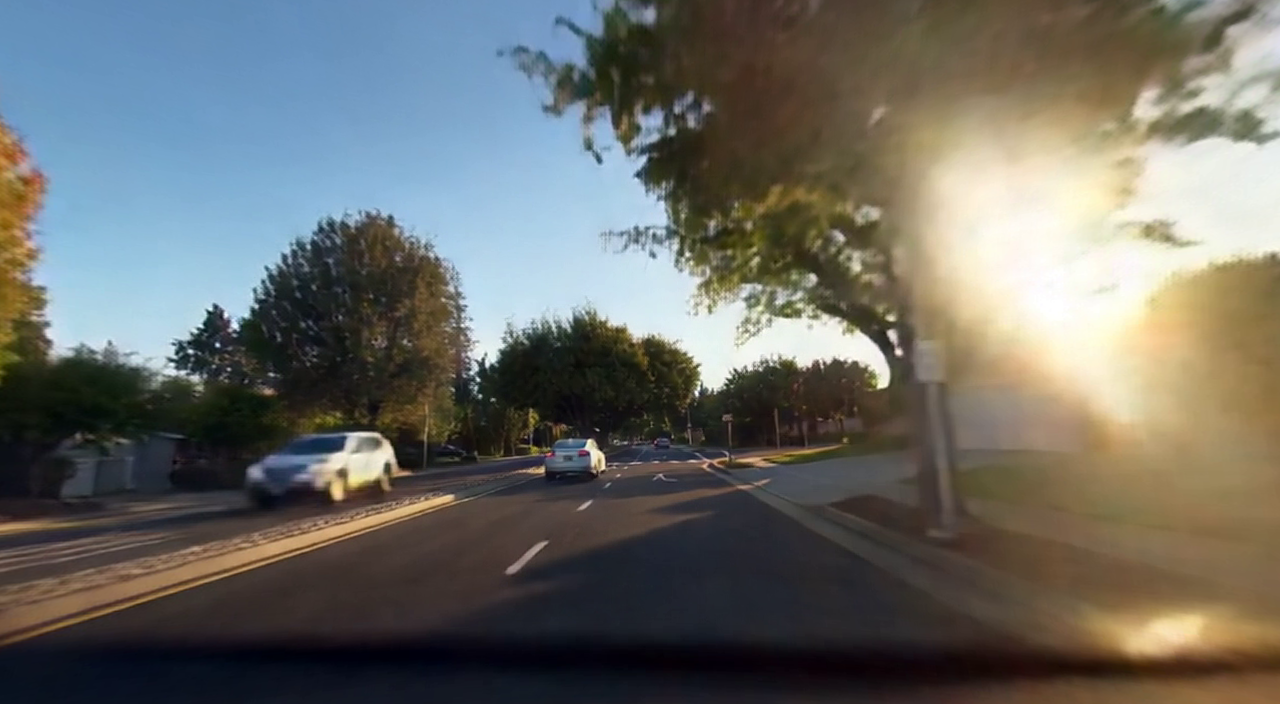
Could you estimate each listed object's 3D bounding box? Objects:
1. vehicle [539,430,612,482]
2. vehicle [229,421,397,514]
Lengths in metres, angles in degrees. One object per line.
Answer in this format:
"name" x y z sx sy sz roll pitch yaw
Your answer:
"vehicle" -2.317 3.928 24.054 2.190 1.766 4.394 0 -8 2
"vehicle" -8.497 3.011 16.959 2.159 1.983 4.530 -4 -8 -1
